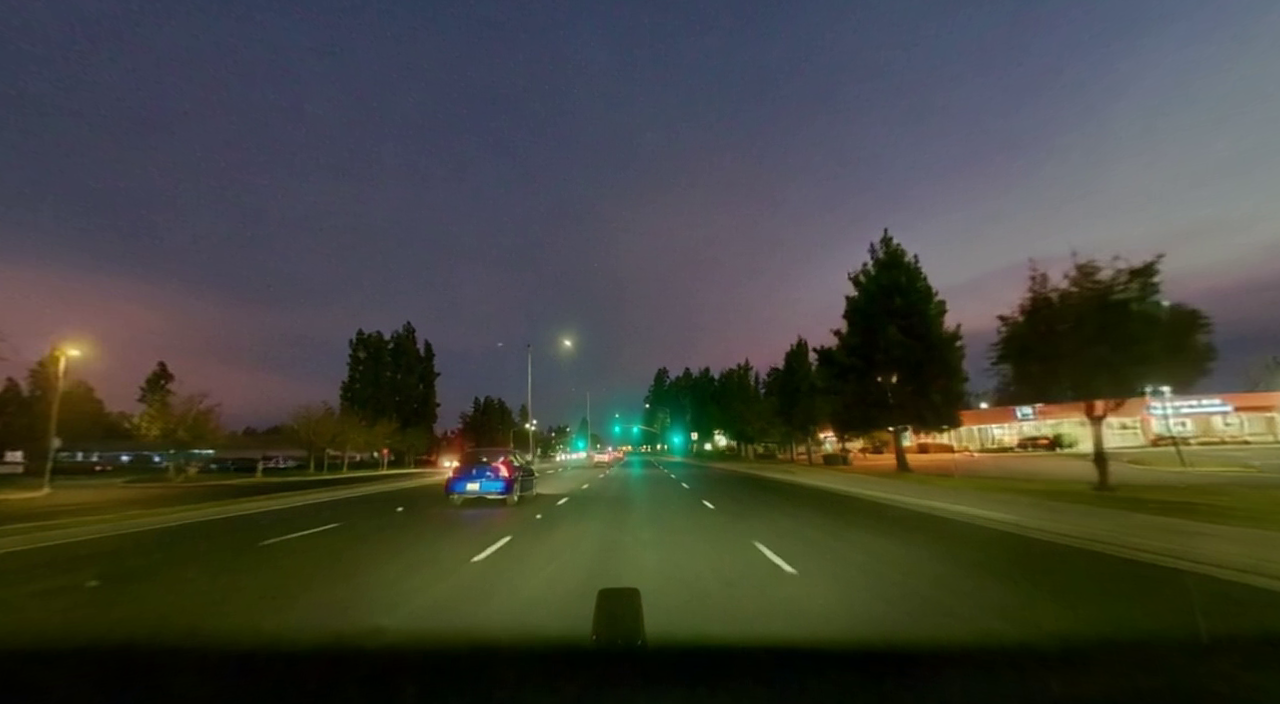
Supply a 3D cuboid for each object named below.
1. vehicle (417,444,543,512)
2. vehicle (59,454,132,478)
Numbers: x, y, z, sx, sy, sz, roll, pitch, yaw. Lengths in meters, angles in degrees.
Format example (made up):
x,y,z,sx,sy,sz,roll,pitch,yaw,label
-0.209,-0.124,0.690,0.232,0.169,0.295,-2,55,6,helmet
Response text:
x,y,z,sx,sy,sz,roll,pitch,yaw,label
-3.852,3.104,16.099,2.003,1.454,4.484,0,-9,0,vehicle
-42.879,8.970,49.896,1.882,1.745,4.462,1,-8,-2,vehicle
